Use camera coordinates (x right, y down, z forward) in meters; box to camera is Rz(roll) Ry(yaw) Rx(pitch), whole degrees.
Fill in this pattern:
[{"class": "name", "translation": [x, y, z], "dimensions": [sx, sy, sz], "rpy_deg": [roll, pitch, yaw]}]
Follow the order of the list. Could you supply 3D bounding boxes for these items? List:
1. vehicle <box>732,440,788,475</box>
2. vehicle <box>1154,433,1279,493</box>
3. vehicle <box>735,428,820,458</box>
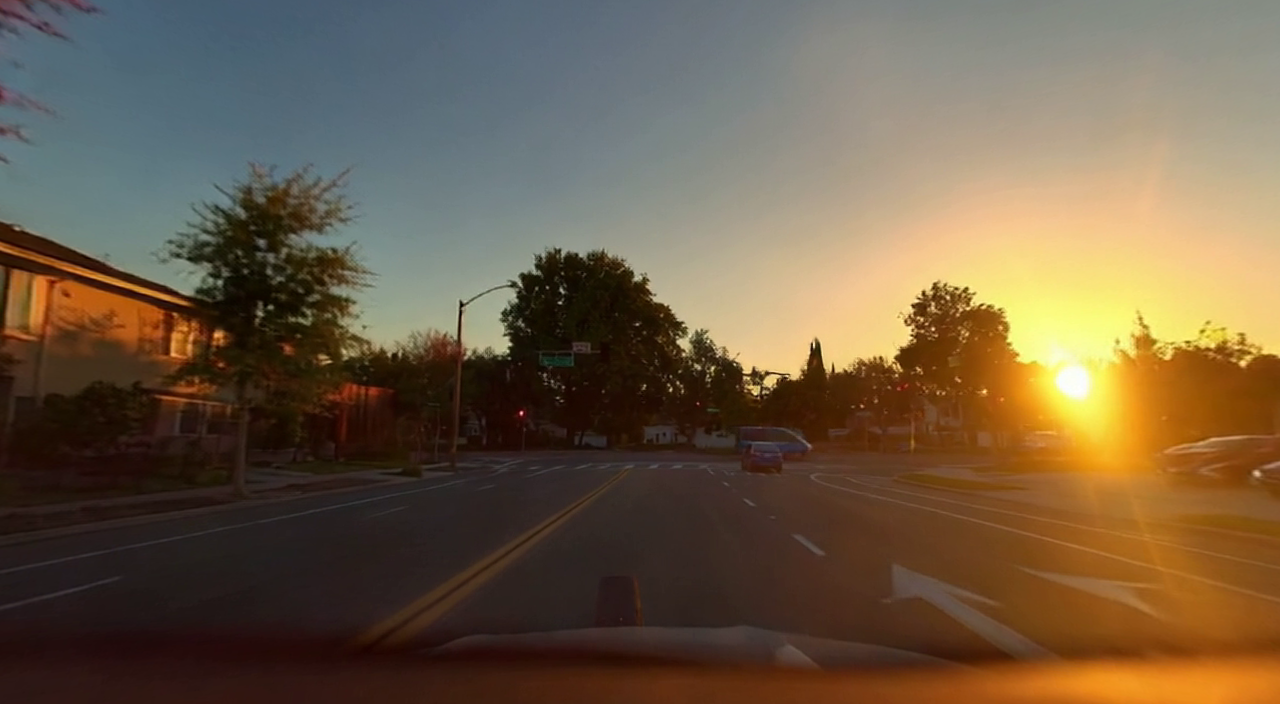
[{"class": "vehicle", "translation": [5.575, 4.949, 29.823], "dimensions": [1.947, 1.485, 4.336], "rpy_deg": [-1, -8, 2]}, {"class": "vehicle", "translation": [17.985, 3.154, 18.092], "dimensions": [4.702, 1.595, 1.986], "rpy_deg": [0, -8, 1]}, {"class": "vehicle", "translation": [10.033, 6.704, 46.521], "dimensions": [5.869, 2.098, 2.206], "rpy_deg": [-1, -9, 6]}]
